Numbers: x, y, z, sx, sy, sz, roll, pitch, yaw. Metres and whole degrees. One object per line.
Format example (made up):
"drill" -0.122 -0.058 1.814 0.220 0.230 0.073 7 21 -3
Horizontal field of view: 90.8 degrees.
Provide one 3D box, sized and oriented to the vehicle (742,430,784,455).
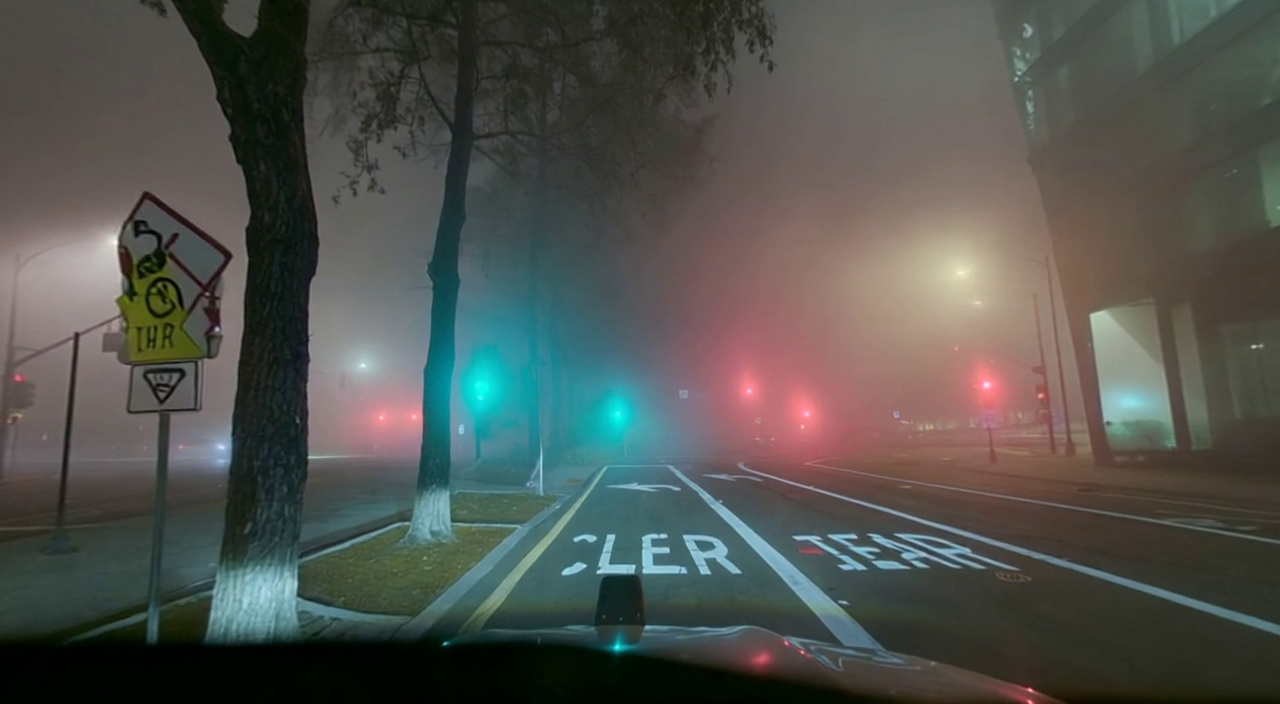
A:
"vehicle" 9.613 7.132 49.590 2.156 1.881 4.743 0 -8 -2
